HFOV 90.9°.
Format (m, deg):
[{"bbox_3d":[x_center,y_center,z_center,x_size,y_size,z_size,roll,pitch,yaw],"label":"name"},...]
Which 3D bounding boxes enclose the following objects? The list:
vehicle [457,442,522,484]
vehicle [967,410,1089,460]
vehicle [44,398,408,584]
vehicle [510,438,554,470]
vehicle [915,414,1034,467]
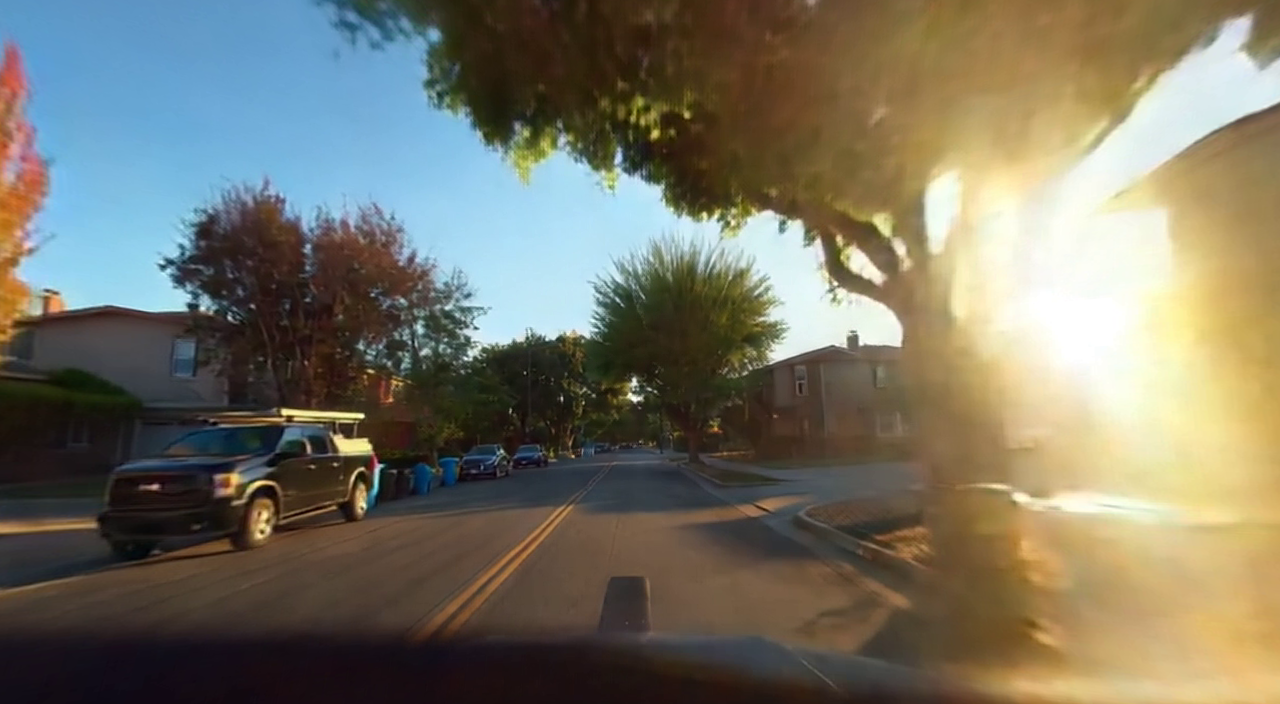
[{"bbox_3d":[-6.658,4.902,28.338,1.945,1.530,4.430,-4,-7,-2],"label":"vehicle"},{"bbox_3d":[14.769,3.249,24.340,1.915,1.740,4.309,1,-9,-1],"label":"vehicle"},{"bbox_3d":[-6.330,1.974,10.907,2.223,2.115,5.707,5,-4,1],"label":"vehicle"},{"bbox_3d":[-7.014,6.671,41.523,2.169,1.871,4.762,-3,-8,-2],"label":"vehicle"},{"bbox_3d":[12.669,3.376,24.291,1.936,1.687,4.714,-5,-7,1],"label":"vehicle"}]
